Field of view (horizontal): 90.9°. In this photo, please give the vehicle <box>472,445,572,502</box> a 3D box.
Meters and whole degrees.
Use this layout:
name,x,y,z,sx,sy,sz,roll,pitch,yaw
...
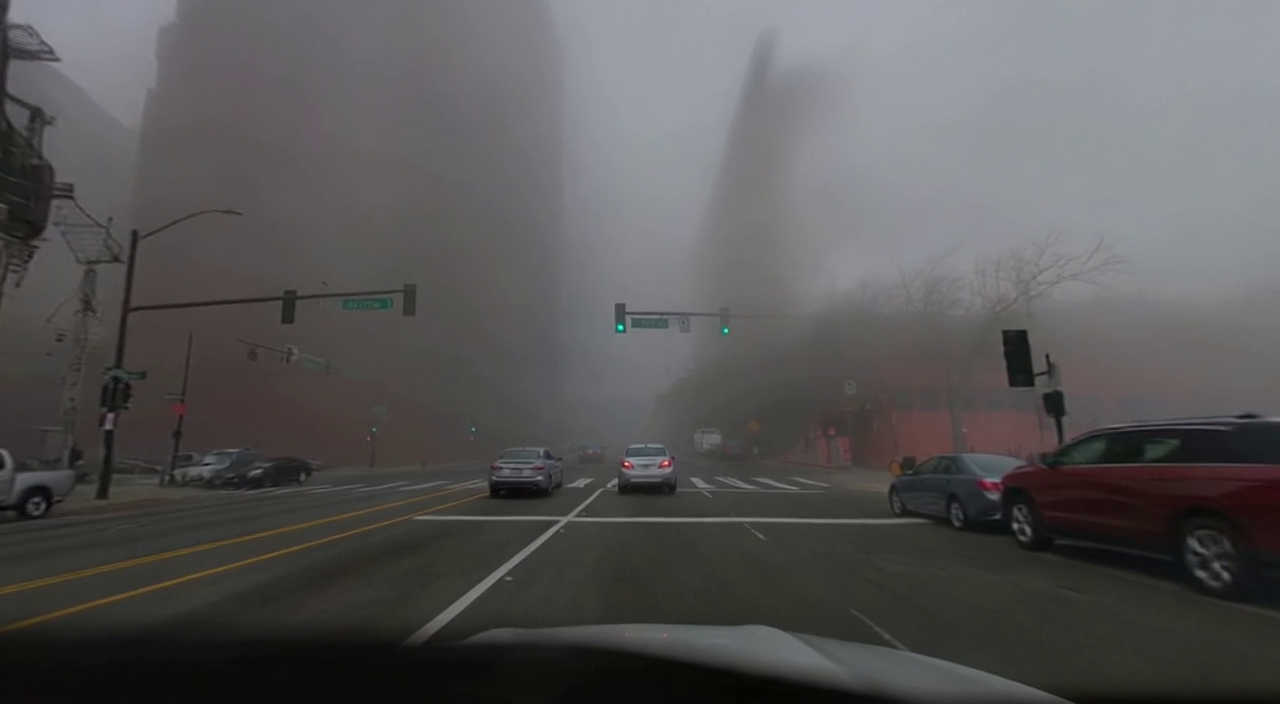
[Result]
name,x,y,z,sx,sy,sz,roll,pitch,yaw
vehicle,-3.289,3.454,18.433,1.950,1.450,4.257,0,-8,2

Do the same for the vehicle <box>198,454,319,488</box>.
name,x,y,z,sx,sy,sz,roll,pitch,yaw
vehicle,-18.873,5.847,31.248,5.163,1.510,2.174,-3,-9,17

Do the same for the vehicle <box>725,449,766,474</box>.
name,x,y,z,sx,sy,sz,roll,pitch,yaw
vehicle,6.876,7.163,41.497,1.944,1.462,4.406,0,-8,0

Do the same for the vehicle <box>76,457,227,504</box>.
name,x,y,z,sx,sy,sz,roll,pitch,yaw
vehicle,-17.237,4.518,22.599,1.774,1.436,4.473,0,-8,1

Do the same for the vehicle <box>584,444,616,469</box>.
name,x,y,z,sx,sy,sz,roll,pitch,yaw
vehicle,-2.894,7.635,46.138,2.007,1.736,4.185,0,-8,1

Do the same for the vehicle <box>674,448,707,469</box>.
name,x,y,z,sx,sy,sz,roll,pitch,yaw
vehicle,3.672,7.862,46.685,2.047,1.463,4.514,0,-8,0

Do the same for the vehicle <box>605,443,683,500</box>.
name,x,y,z,sx,sy,sz,roll,pitch,yaw
vehicle,0.117,3.449,18.654,2.037,1.484,4.073,0,-8,0

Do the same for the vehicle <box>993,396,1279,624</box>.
name,x,y,z,sx,sy,sz,roll,pitch,yaw
vehicle,6.488,1.552,6.851,2.289,1.867,5.322,0,-8,1
